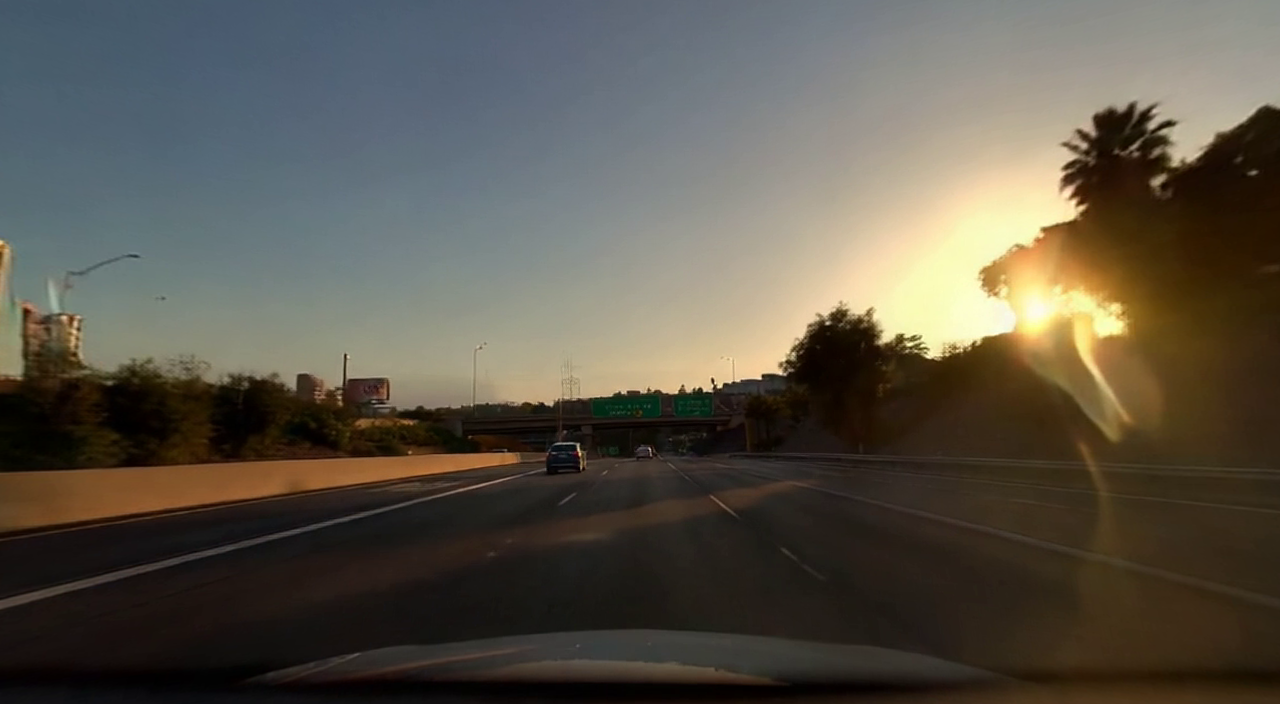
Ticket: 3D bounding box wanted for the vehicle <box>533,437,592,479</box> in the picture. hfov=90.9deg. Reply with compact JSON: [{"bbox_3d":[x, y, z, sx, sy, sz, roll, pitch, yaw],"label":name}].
[{"bbox_3d":[-3.414,4.777,28.641,2.072,1.706,4.359,0,-8,1],"label":"vehicle"}]
